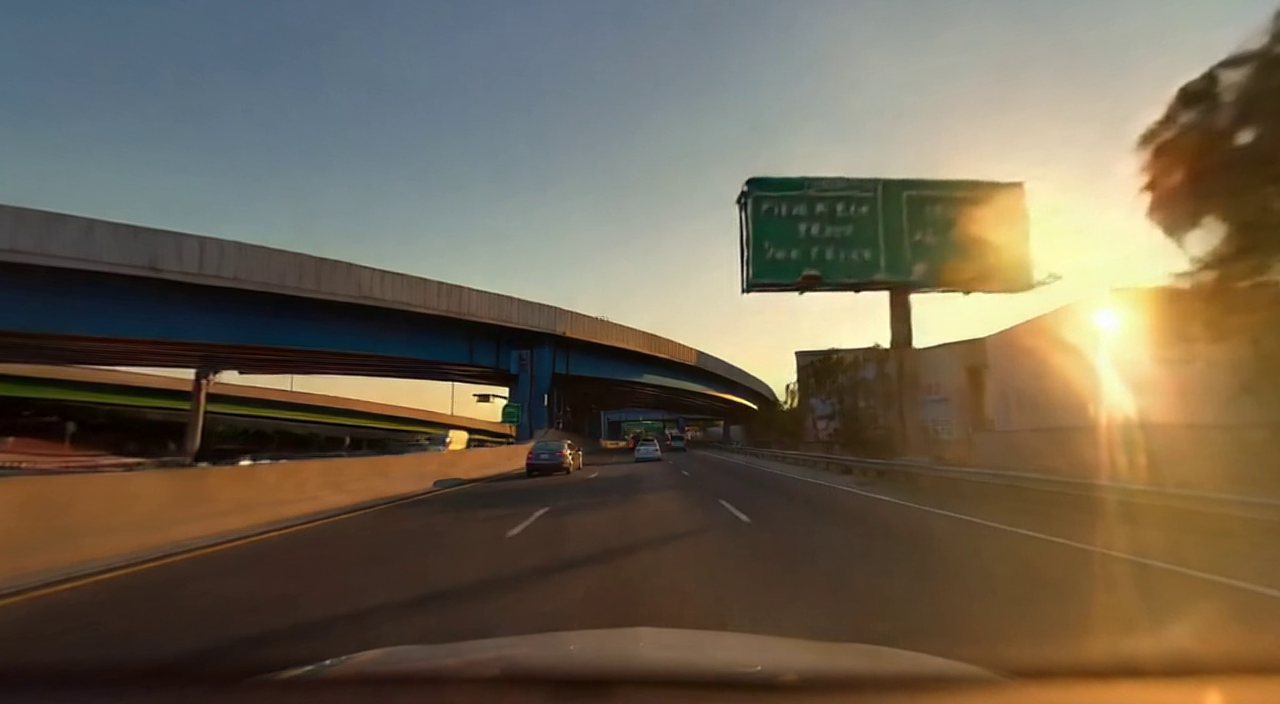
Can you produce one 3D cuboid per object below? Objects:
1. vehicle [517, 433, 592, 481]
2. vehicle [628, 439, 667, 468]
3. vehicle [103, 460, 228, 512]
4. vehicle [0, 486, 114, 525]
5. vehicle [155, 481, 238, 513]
[{"bbox_3d":[-3.034,3.821,23.207,2.064,1.589,4.213,0,-8,2],"label":"vehicle"},{"bbox_3d":[0.363,5.211,32.678,1.877,1.386,3.872,0,-8,0],"label":"vehicle"},{"bbox_3d":[-35.250,9.942,47.422,2.842,3.235,8.652,-5,-10,-1],"label":"vehicle"},{"bbox_3d":[-31.883,8.379,34.666,2.059,1.636,4.402,0,-8,1],"label":"vehicle"},{"bbox_3d":[-28.145,9.177,40.230,1.915,1.619,4.587,0,-8,1],"label":"vehicle"}]
